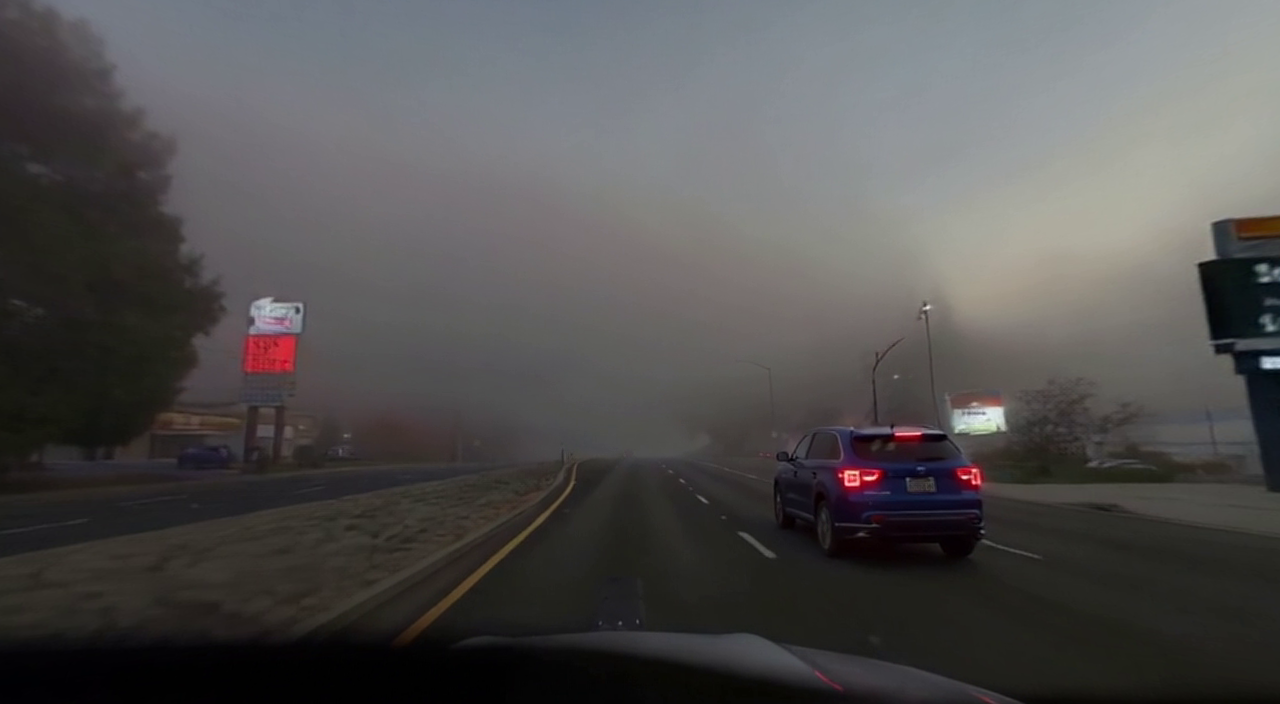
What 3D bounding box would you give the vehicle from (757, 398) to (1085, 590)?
[{"bbox_3d":[3.084,1.683,8.329,2.130,1.790,4.615,0,-9,-1],"label":"vehicle"}]
